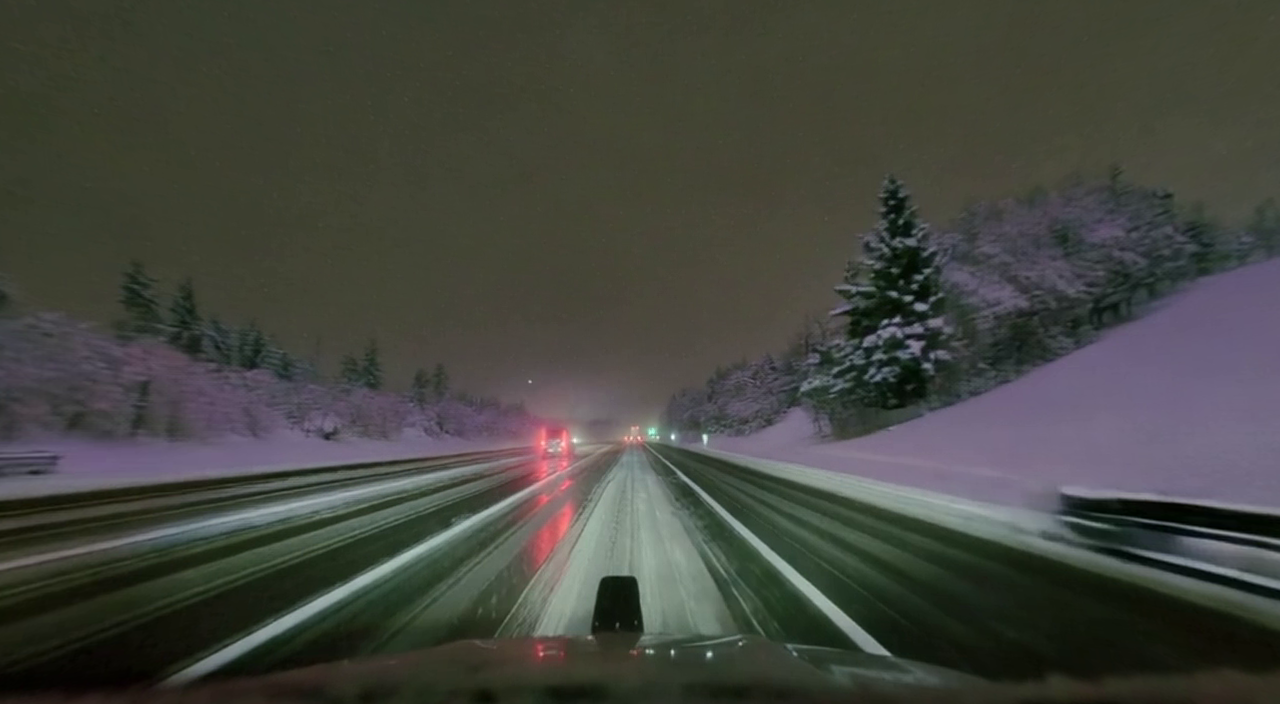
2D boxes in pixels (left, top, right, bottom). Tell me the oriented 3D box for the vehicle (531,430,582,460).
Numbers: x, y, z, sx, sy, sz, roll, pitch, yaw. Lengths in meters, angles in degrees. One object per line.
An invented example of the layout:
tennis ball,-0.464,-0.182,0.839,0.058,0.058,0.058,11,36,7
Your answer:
vehicle,-4.546,5.134,34.884,2.149,1.532,4.905,0,-8,0
